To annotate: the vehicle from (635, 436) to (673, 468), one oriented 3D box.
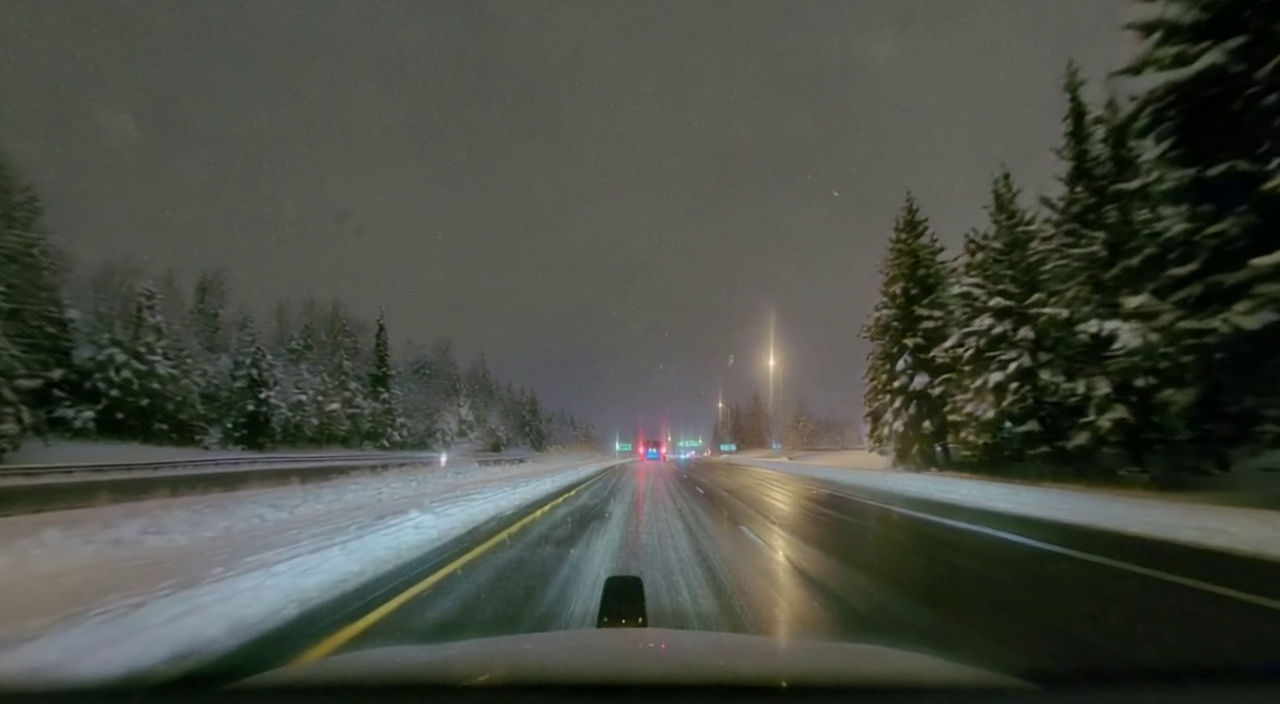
[{"bbox_3d":[1.095,7.292,45.858,2.546,2.126,5.153,-1,-9,4],"label":"vehicle"}]
